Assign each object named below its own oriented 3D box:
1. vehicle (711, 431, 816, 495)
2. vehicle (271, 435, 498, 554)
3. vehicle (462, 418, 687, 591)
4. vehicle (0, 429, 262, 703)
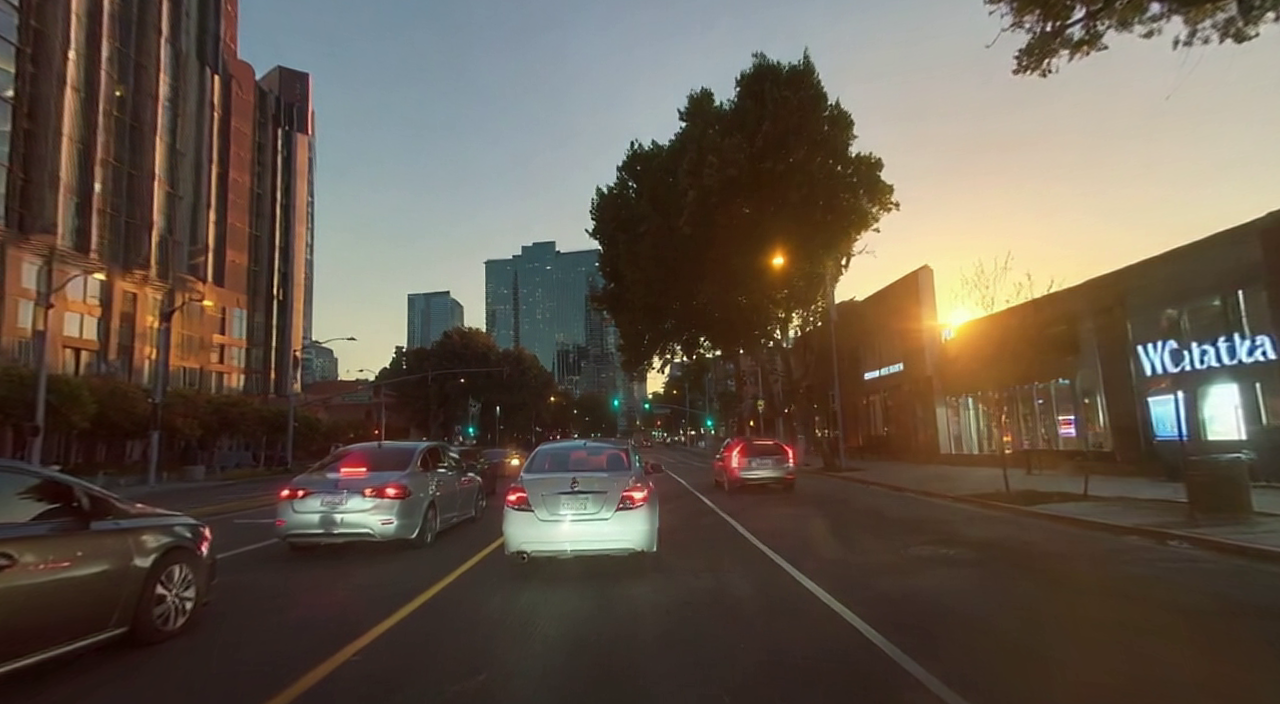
[{"bbox_3d":[3.497,3.255,18.838,2.097,1.651,4.300,0,-9,-2],"label":"vehicle"},{"bbox_3d":[-3.735,2.135,10.194,1.950,1.487,4.130,0,-9,0],"label":"vehicle"},{"bbox_3d":[-0.633,1.689,7.792,2.042,1.555,3.912,0,-9,-1],"label":"vehicle"},{"bbox_3d":[-4.185,1.096,2.970,2.020,1.457,4.496,0,-9,0],"label":"vehicle"}]
